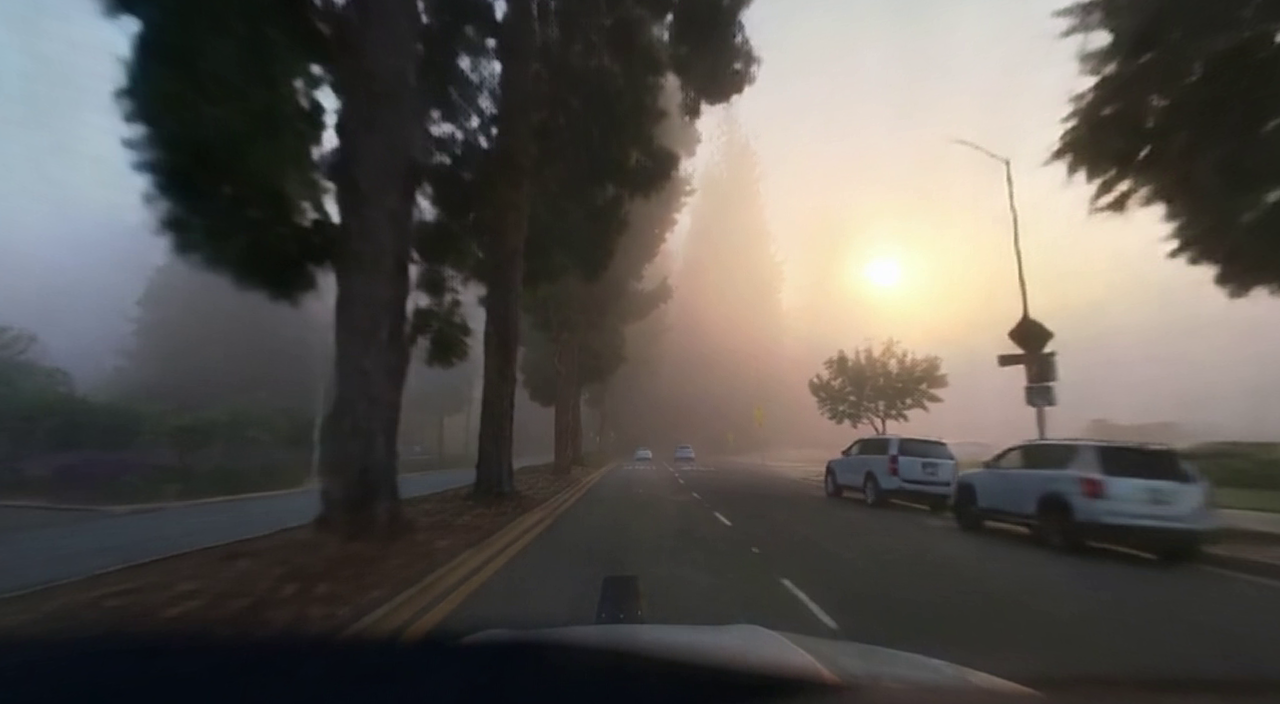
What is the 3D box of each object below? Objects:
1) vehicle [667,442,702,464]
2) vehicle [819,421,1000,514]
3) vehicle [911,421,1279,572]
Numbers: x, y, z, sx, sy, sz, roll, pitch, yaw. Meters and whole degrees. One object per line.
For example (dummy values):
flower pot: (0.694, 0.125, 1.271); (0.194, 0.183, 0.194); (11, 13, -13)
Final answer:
vehicle: (3.221, 7.419, 46.422); (2.142, 1.501, 4.273); (0, -8, -1)
vehicle: (6.492, 2.848, 16.115); (2.081, 1.967, 5.211); (0, -8, -3)
vehicle: (6.501, 2.072, 10.017); (2.040, 1.710, 5.200); (1, -8, -1)
